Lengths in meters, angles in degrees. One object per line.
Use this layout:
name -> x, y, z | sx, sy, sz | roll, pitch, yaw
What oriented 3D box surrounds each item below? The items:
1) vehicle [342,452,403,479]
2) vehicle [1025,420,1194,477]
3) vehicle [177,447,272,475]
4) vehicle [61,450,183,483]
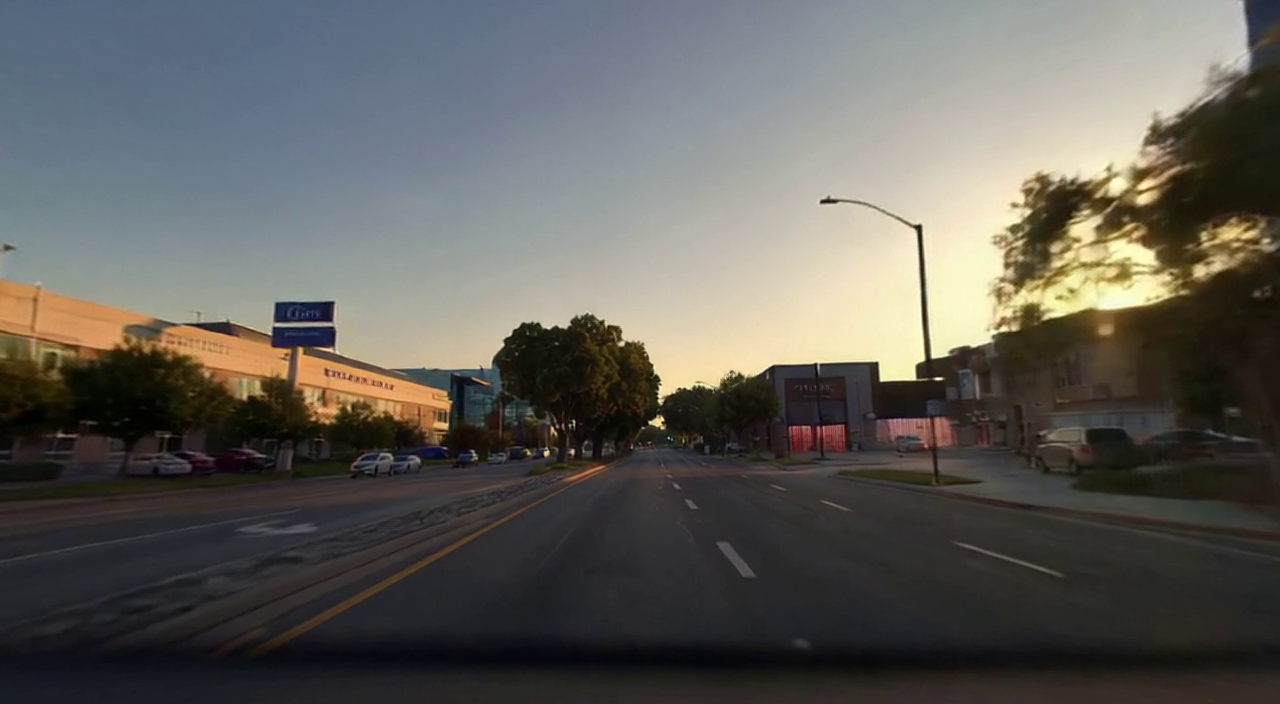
vehicle -> -19.008, 8.039, 44.872 | 2.029, 1.785, 4.694 | 0, -9, 3
vehicle -> 16.643, 3.488, 22.724 | 2.151, 1.814, 5.129 | 0, -9, 1
vehicle -> -26.926, 7.062, 40.839 | 4.472, 1.717, 2.392 | 1, -8, -2
vehicle -> -27.622, 6.095, 33.591 | 4.573, 1.633, 2.016 | 1, -8, -5
